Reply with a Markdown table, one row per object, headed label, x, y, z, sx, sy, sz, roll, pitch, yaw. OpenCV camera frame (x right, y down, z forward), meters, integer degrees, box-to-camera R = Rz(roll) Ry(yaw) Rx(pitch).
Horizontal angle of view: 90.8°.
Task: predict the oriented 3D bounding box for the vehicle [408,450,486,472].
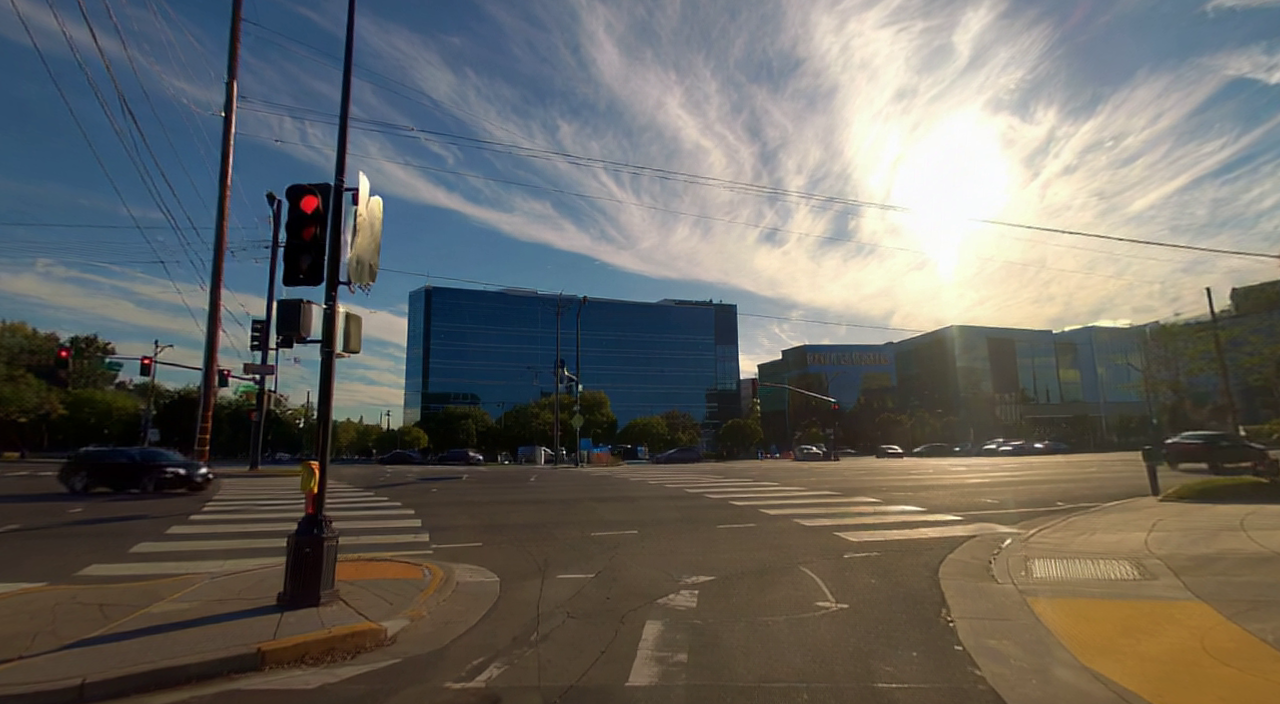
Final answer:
| label | x | y | z | sx | sy | sz | roll | pitch | yaw |
| --- | --- | --- | --- | --- | --- | --- | --- | --- | --- |
| vehicle | -13.251 | 7.482 | 43.410 | 4.837 | 1.407 | 1.818 | 4 | -9 | -26 |

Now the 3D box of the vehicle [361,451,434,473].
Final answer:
| label | x | y | z | sx | sy | sz | roll | pitch | yaw |
| --- | --- | --- | --- | --- | --- | --- | --- | --- | --- |
| vehicle | -17.298 | 7.840 | 45.071 | 4.623 | 1.471 | 1.805 | 4 | -9 | -26 |

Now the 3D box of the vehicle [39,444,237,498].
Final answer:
| label | x | y | z | sx | sy | sz | roll | pitch | yaw |
| --- | --- | --- | --- | --- | --- | --- | --- | --- | --- |
| vehicle | -14.979 | 3.503 | 18.949 | 4.700 | 1.479 | 2.095 | -2 | -9 | 14 |

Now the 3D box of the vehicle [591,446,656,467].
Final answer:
| label | x | y | z | sx | sy | sz | roll | pitch | yaw |
| --- | --- | --- | --- | --- | --- | --- | --- | --- | --- |
| vehicle | -1.159 | 7.546 | 45.810 | 4.391 | 1.451 | 1.717 | 4 | -9 | -26 |

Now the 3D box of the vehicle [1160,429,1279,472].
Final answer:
| label | x | y | z | sx | sy | sz | roll | pitch | yaw |
| --- | --- | --- | --- | --- | --- | --- | --- | --- | --- |
| vehicle | 24.377 | 4.091 | 26.410 | 4.530 | 1.648 | 2.075 | 4 | -9 | -24 |
